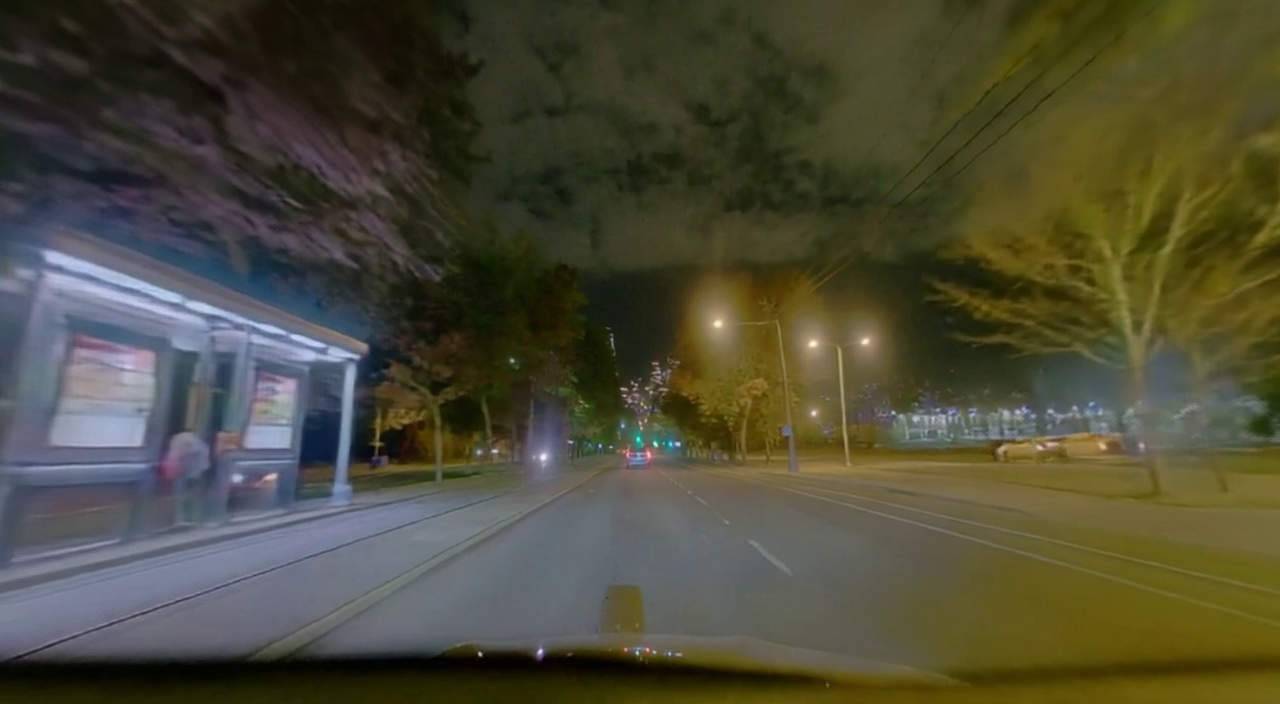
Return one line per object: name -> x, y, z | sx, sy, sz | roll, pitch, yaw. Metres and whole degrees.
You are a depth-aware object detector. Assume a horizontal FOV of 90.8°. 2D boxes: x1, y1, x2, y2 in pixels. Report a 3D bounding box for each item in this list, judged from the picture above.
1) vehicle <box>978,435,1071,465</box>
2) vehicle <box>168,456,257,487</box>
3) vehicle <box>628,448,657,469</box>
vehicle -> 26.024, 6.767, 43.083 | 2.189, 1.805, 5.633 | 0, -10, -8
vehicle -> -25.658, 7.145, 38.169 | 2.016, 1.661, 4.674 | 0, -8, 1
vehicle -> 0.159, 7.916, 47.137 | 2.109, 1.501, 4.042 | 0, -8, 0
